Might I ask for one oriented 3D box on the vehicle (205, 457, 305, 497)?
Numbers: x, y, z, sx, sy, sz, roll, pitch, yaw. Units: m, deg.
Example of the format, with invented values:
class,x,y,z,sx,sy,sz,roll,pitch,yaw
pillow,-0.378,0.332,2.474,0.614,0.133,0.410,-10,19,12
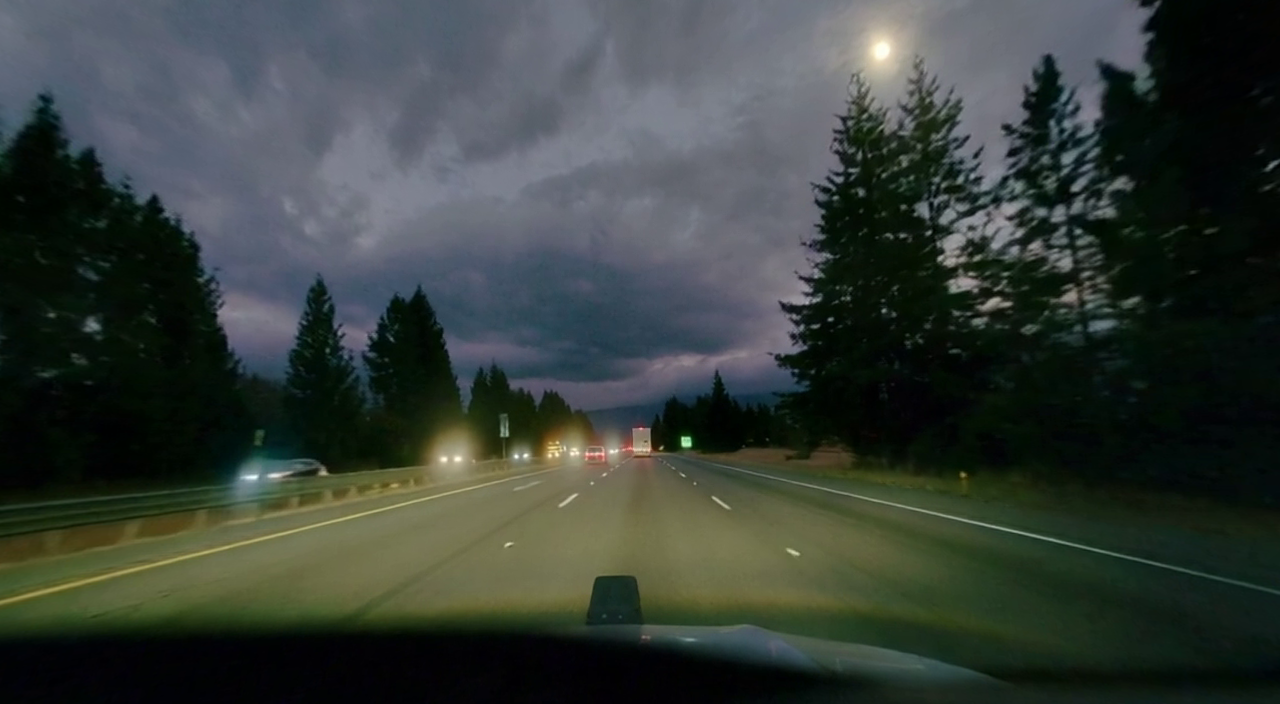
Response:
class,x,y,z,sx,sy,sz,roll,pitch,yaw
vehicle,-15.832,5.130,26.194,1.684,1.422,3.849,-1,-9,1
